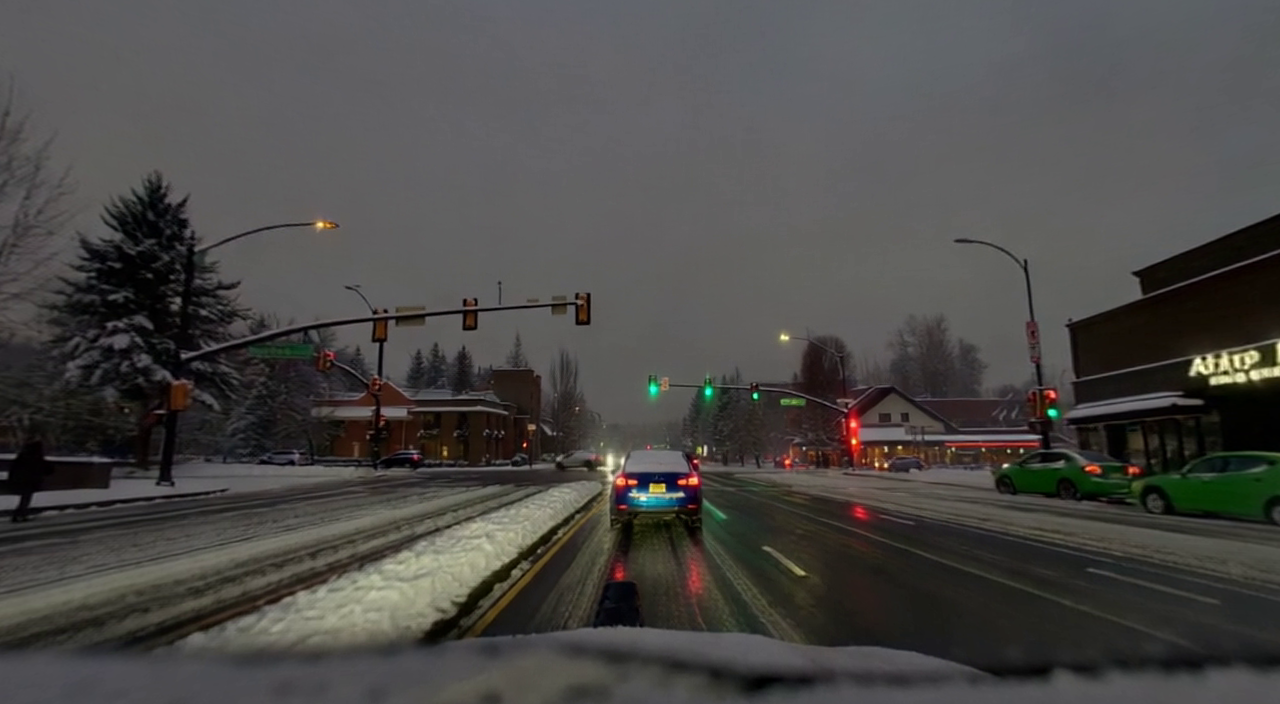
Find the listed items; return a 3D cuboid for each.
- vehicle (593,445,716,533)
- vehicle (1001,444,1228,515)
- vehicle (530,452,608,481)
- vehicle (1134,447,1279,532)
[{"bbox_3d":[0.289,2.652,12.870,2.067,1.471,4.241,0,-9,1],"label":"vehicle"},{"bbox_3d":[14.099,3.786,19.450,2.309,1.819,5.793,0,-9,-2],"label":"vehicle"},{"bbox_3d":[-3.808,6.014,33.483,1.841,1.434,4.531,8,-12,-40],"label":"vehicle"},{"bbox_3d":[14.193,2.981,14.030,2.235,1.721,5.230,0,-9,1],"label":"vehicle"}]
